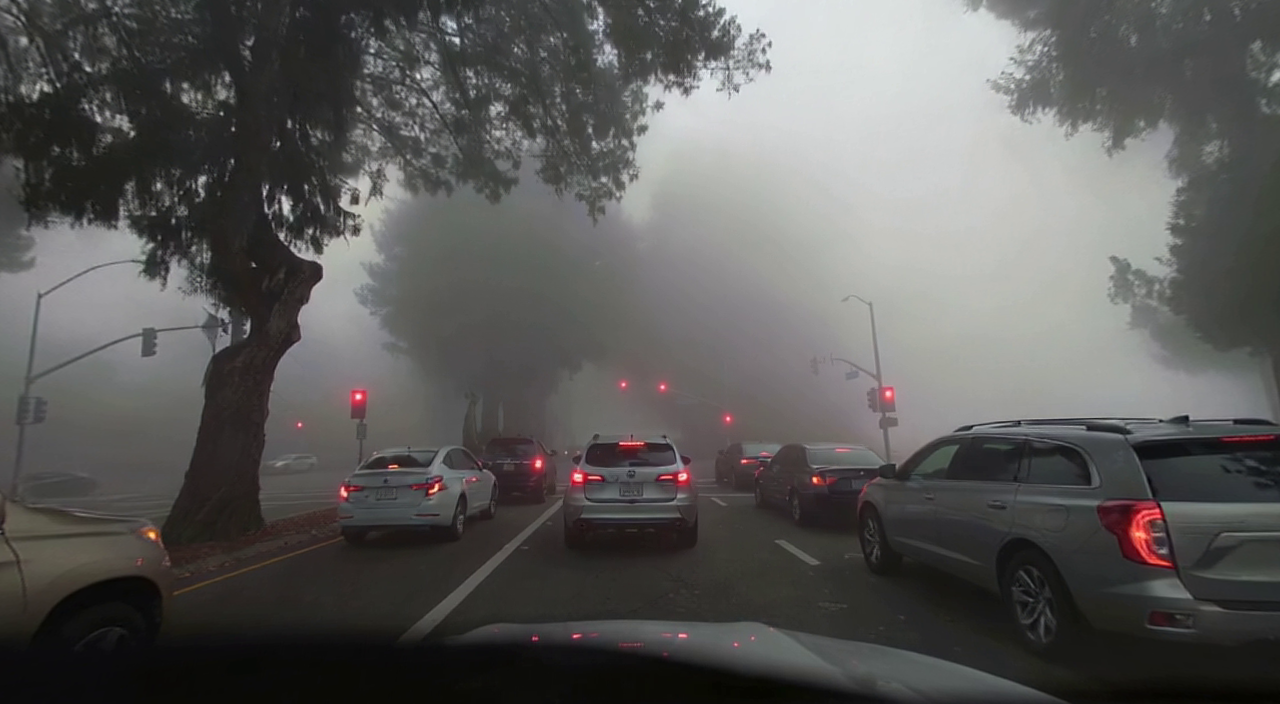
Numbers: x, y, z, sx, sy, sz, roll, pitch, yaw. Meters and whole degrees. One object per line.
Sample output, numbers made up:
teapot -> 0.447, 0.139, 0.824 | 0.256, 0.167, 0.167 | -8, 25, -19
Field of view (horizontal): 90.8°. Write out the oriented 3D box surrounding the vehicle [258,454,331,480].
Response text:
vehicle -> -23.675, 7.845, 43.278 | 4.432, 1.685, 1.957 | -4, -9, 24

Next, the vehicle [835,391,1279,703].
vehicle -> 3.381, 1.307, 5.423 | 1.933, 1.564, 4.600 | 0, -8, 0

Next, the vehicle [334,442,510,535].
vehicle -> -3.932, 2.508, 12.331 | 1.919, 1.459, 4.371 | 0, -8, -1

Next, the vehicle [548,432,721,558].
vehicle -> -0.080, 2.006, 9.598 | 2.061, 1.470, 3.970 | 0, -8, 0

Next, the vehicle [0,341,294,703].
vehicle -> -3.666, 0.839, 2.538 | 2.047, 1.764, 4.369 | 0, -8, 0

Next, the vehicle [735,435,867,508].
vehicle -> 3.641, 2.784, 15.240 | 1.922, 1.472, 4.440 | 0, -8, -1
